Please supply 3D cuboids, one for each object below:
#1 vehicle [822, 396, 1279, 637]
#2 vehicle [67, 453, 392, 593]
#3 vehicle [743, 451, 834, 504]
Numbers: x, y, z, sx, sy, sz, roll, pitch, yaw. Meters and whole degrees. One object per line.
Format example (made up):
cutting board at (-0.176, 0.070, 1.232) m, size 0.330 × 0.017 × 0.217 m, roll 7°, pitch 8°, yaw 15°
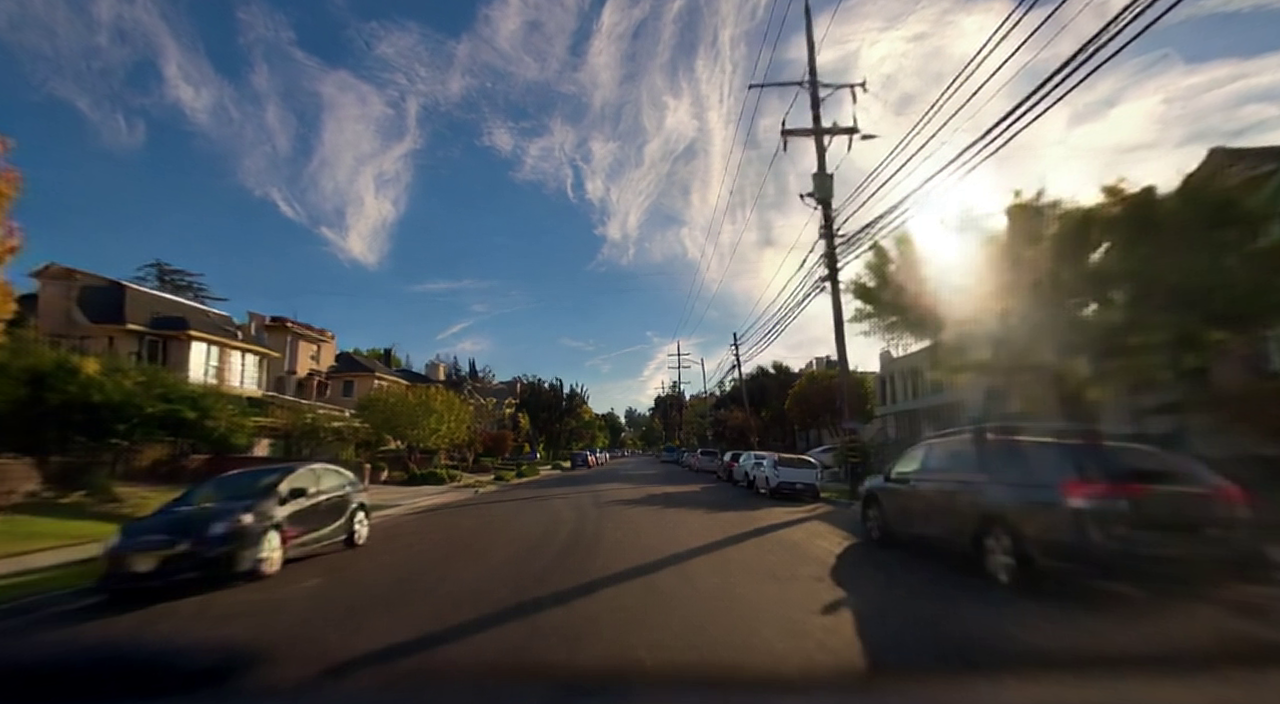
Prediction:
vehicle at (4.542, 1.766, 8.142) m, size 2.462 × 1.894 × 6.076 m, roll 0°, pitch -9°, yaw -1°
vehicle at (-5.421, 2.256, 9.213) m, size 1.856 × 1.499 × 4.216 m, roll 0°, pitch -9°, yaw 1°
vehicle at (4.662, 3.976, 20.512) m, size 1.859 × 1.469 × 4.550 m, roll 0°, pitch -9°, yaw 0°
